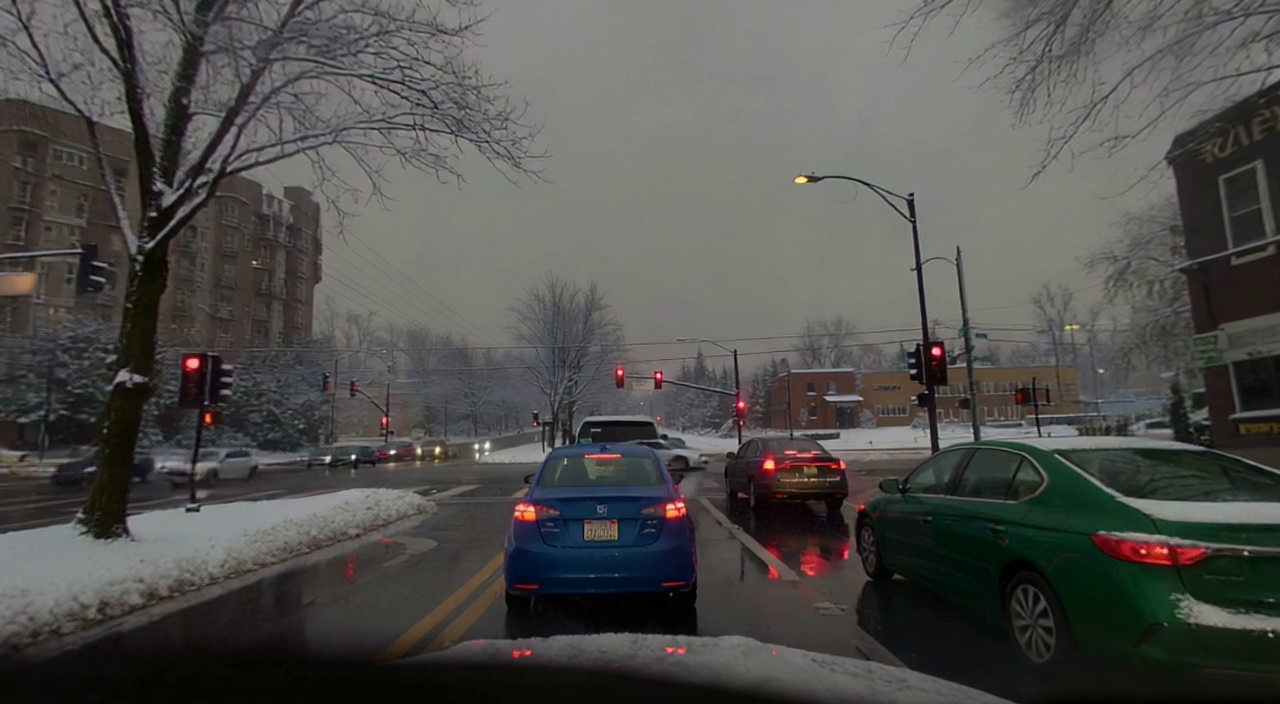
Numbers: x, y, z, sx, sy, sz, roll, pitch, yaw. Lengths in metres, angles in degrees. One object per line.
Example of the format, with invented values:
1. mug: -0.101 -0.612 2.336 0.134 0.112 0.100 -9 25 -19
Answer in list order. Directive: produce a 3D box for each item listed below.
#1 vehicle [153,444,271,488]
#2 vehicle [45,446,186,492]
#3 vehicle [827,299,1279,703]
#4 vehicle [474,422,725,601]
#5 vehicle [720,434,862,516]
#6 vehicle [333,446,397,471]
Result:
1. vehicle: -17.990 4.774 26.844 1.976 1.667 4.274 0 -8 1
2. vehicle: -21.705 4.819 26.444 1.935 1.701 4.590 0 -8 0
3. vehicle: 3.582 1.106 5.067 2.572 1.945 5.065 0 -8 0
4. vehicle: -0.367 1.654 7.405 2.143 1.520 3.848 0 -8 -1
5. vehicle: 3.160 2.677 14.322 2.026 1.549 4.559 0 -8 -1
6. vehicle: -18.032 6.968 41.665 2.130 1.550 4.618 0 -8 0
